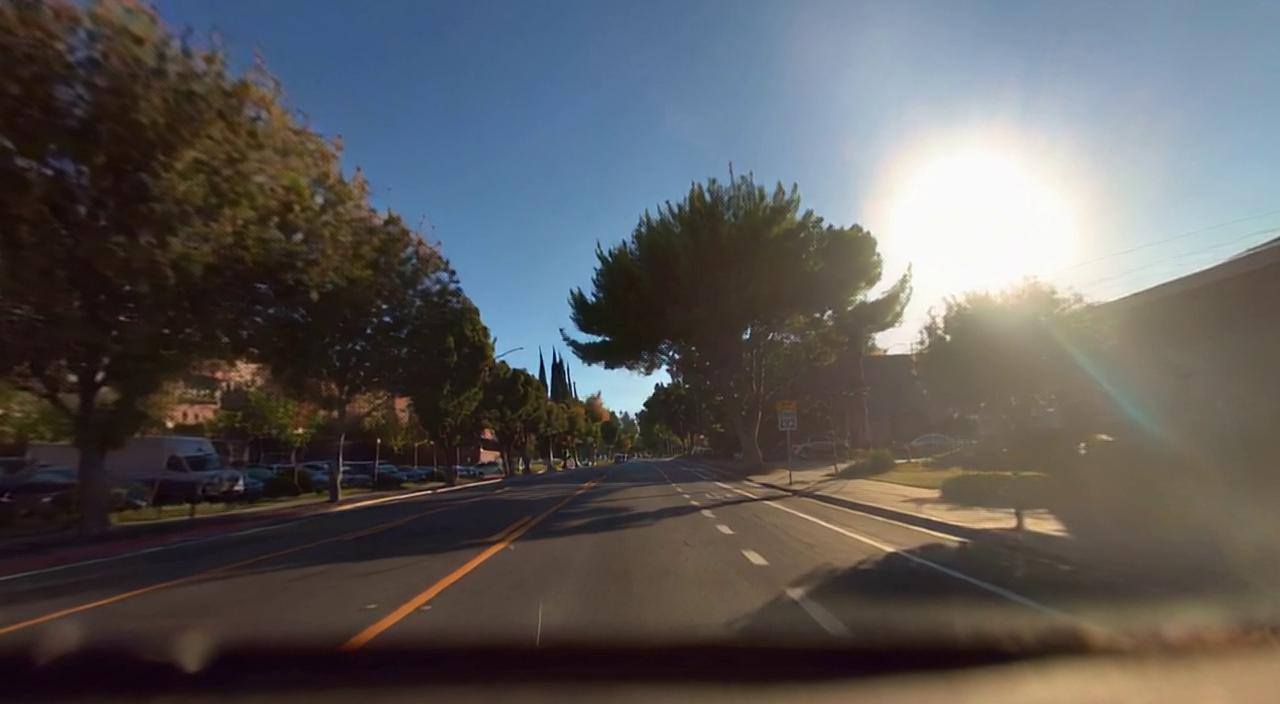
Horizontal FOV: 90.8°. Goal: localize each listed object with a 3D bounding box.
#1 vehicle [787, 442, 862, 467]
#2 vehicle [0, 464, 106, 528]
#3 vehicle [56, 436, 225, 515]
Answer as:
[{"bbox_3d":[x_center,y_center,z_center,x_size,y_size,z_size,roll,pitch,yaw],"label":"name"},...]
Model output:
[{"bbox_3d":[12.904,7.195,44.266,4.632,1.701,1.975,-5,-11,27],"label":"vehicle"},{"bbox_3d":[-19.142,4.336,19.488,4.686,1.716,2.017,-4,-11,23],"label":"vehicle"},{"bbox_3d":[-19.454,4.732,24.605,5.971,2.749,2.293,-4,-10,22],"label":"vehicle"}]
